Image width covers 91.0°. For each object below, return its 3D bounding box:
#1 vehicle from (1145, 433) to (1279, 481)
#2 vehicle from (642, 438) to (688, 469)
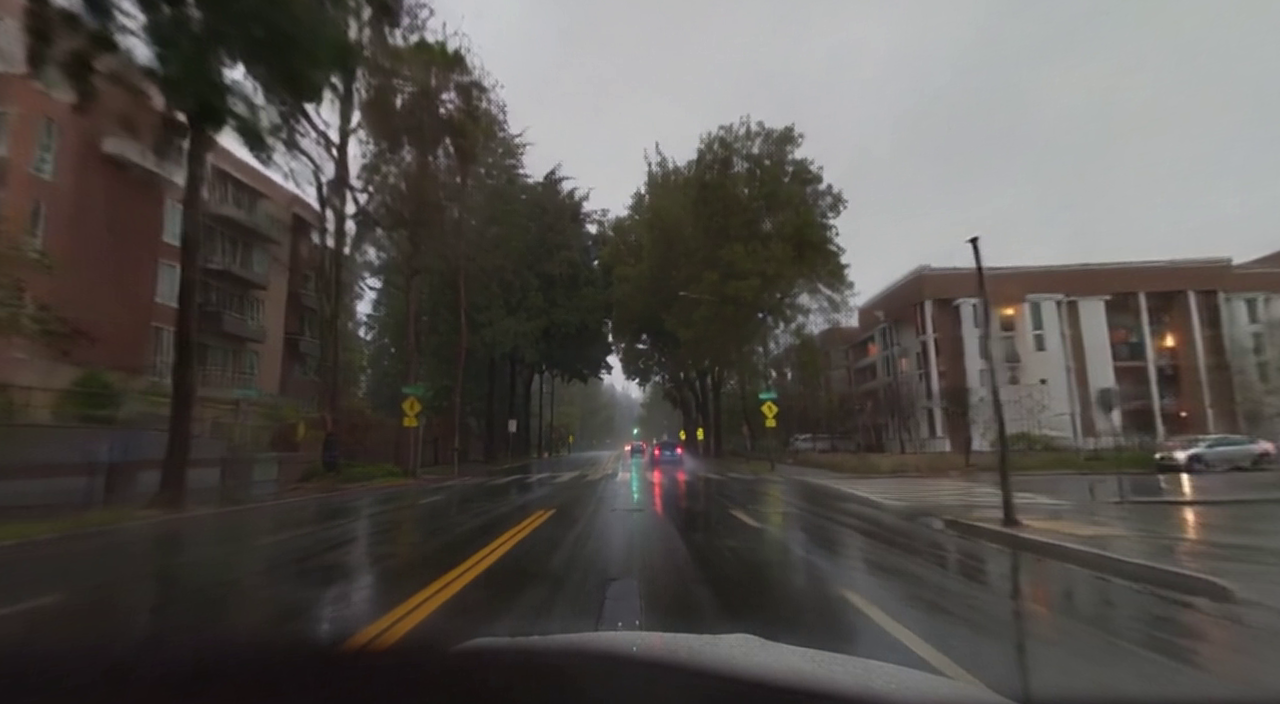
[{"bbox_3d":[23.956,4.256,25.703,4.676,1.775,2.085,-2,-9,2],"label":"vehicle"},{"bbox_3d":[1.396,5.889,36.733,1.981,1.703,3.691,1,-9,-8],"label":"vehicle"}]
